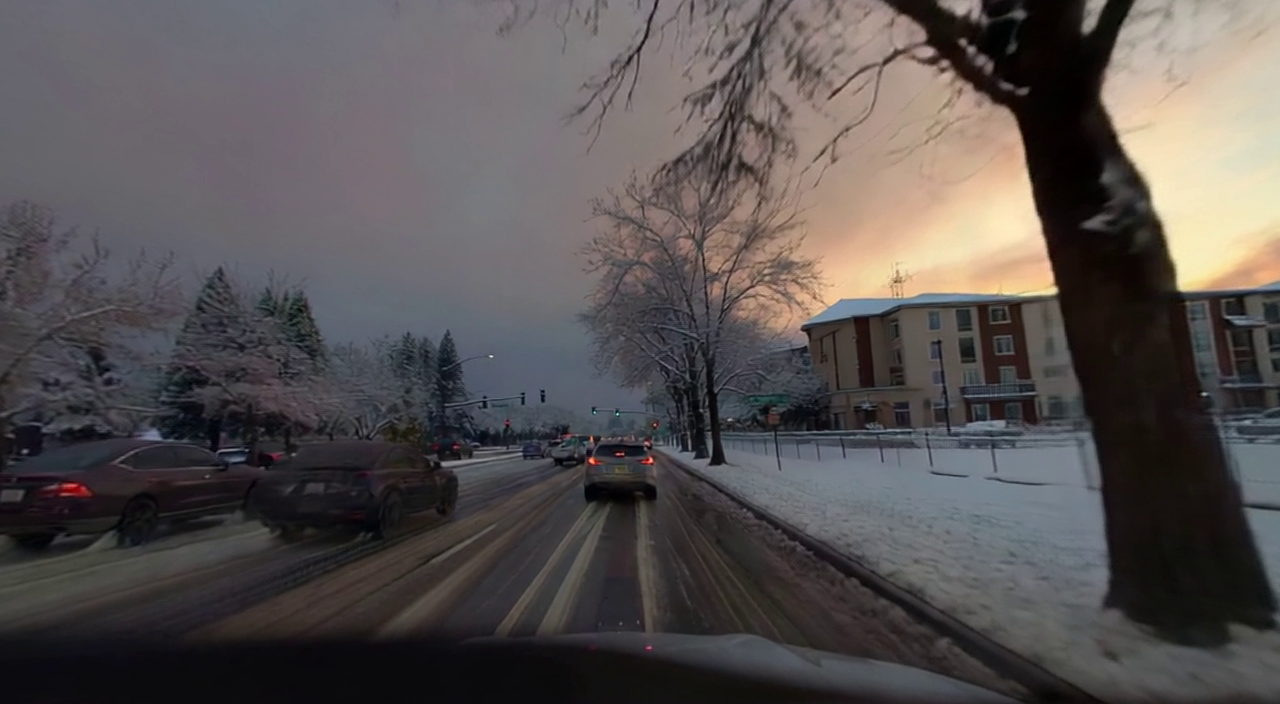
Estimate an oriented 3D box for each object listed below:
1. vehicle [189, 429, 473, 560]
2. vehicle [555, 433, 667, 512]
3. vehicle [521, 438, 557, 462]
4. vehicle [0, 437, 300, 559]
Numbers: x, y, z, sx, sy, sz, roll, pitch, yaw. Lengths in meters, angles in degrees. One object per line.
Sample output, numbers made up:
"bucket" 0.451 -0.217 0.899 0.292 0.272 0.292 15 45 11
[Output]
"vehicle" -4.230 2.026 9.756 2.032 1.515 4.641 0 -9 0
"vehicle" -0.582 2.622 14.158 2.099 1.469 4.389 0 -9 -1
"vehicle" -7.701 7.524 48.573 2.023 1.737 4.569 0 -9 1
"vehicle" -7.595 2.124 9.985 1.906 1.449 4.576 0 -9 0
